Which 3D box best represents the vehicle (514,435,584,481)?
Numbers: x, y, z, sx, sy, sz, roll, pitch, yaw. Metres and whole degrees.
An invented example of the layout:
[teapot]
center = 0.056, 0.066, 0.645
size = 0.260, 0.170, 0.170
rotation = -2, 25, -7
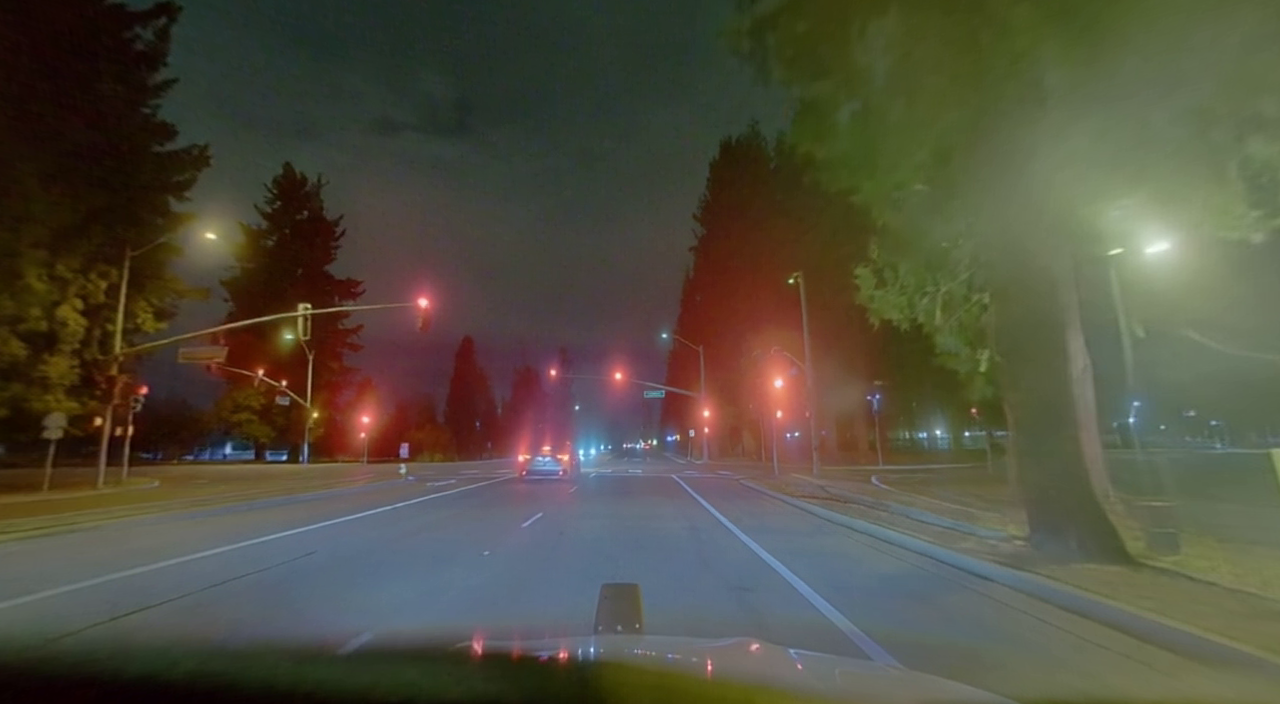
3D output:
[vehicle]
center = -3.395, 4.067, 24.438
size = 2.076, 1.599, 4.483
rotation = 0, -9, 0
